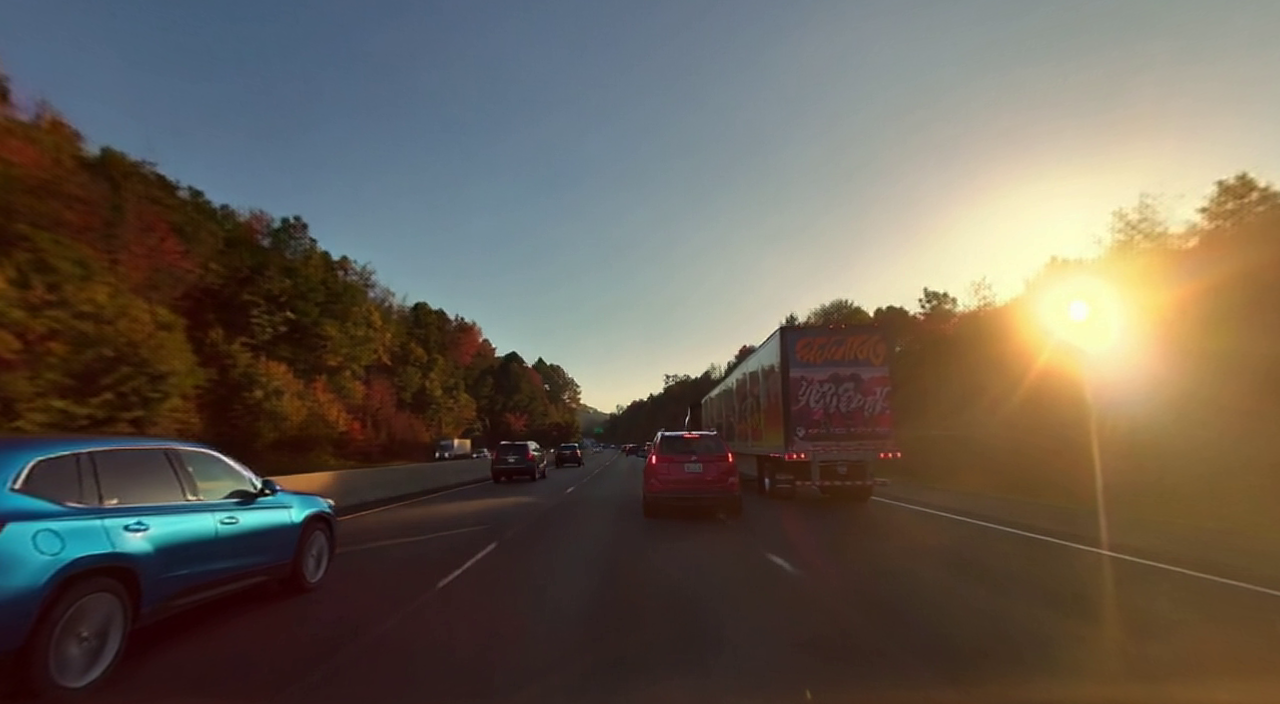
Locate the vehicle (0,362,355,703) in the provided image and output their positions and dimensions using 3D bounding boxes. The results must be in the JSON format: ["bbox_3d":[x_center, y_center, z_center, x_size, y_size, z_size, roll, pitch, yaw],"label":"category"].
[{"bbox_3d":[-4.014,1.076,4.292,1.983,1.666,4.452,0,-8,1],"label":"vehicle"}]

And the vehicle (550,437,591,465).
[{"bbox_3d":[-4.276,6.163,39.340,2.014,1.683,4.275,0,-8,1],"label":"vehicle"}]

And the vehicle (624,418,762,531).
[{"bbox_3d":[0.745,2.089,11.223,2.017,1.662,3.543,0,-8,-2],"label":"vehicle"}]

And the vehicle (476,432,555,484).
[{"bbox_3d":[-4.231,3.641,21.945,1.905,1.642,3.803,0,-8,1],"label":"vehicle"}]

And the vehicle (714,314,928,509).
[{"bbox_3d":[4.587,2.225,20.301,2.828,4.081,14.220,0,-8,0],"label":"vehicle"}]
